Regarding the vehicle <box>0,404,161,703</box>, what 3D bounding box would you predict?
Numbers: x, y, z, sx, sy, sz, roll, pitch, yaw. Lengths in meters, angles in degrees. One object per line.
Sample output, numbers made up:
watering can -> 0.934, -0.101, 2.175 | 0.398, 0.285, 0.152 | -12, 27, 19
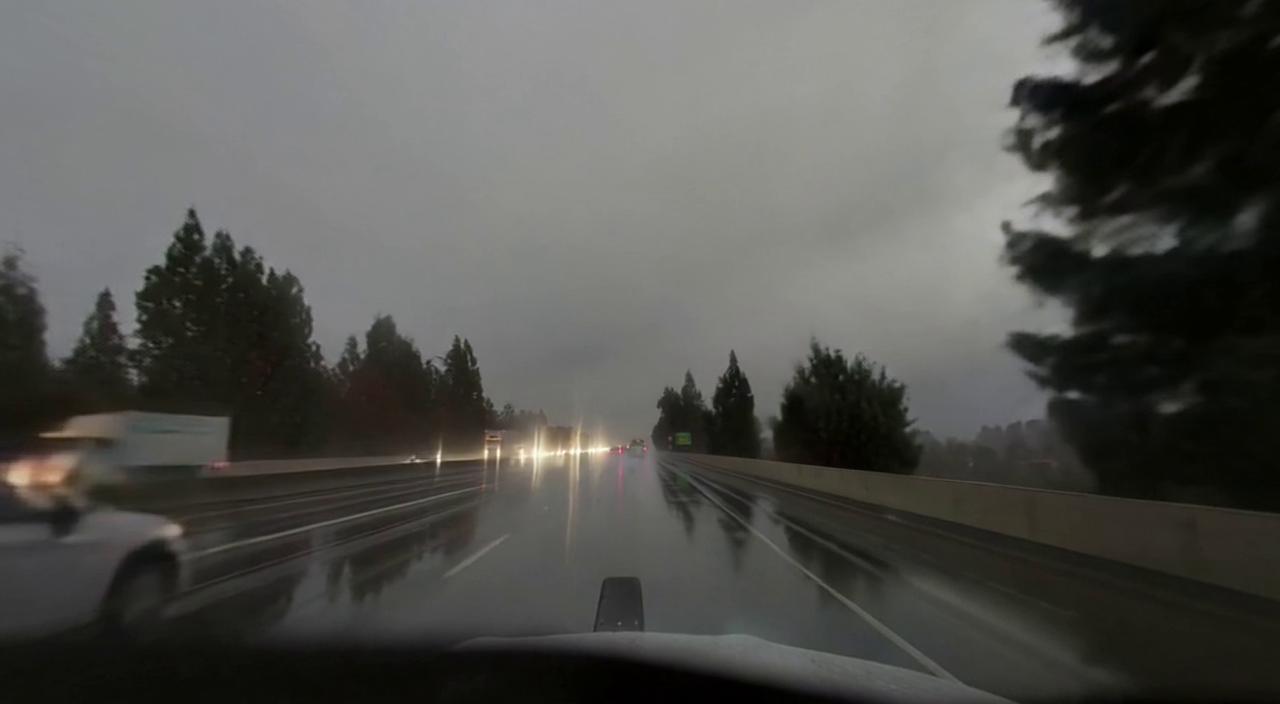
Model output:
vehicle -> -4.011, 0.845, 1.906 | 1.933, 1.497, 3.973 | 0, -9, 0
